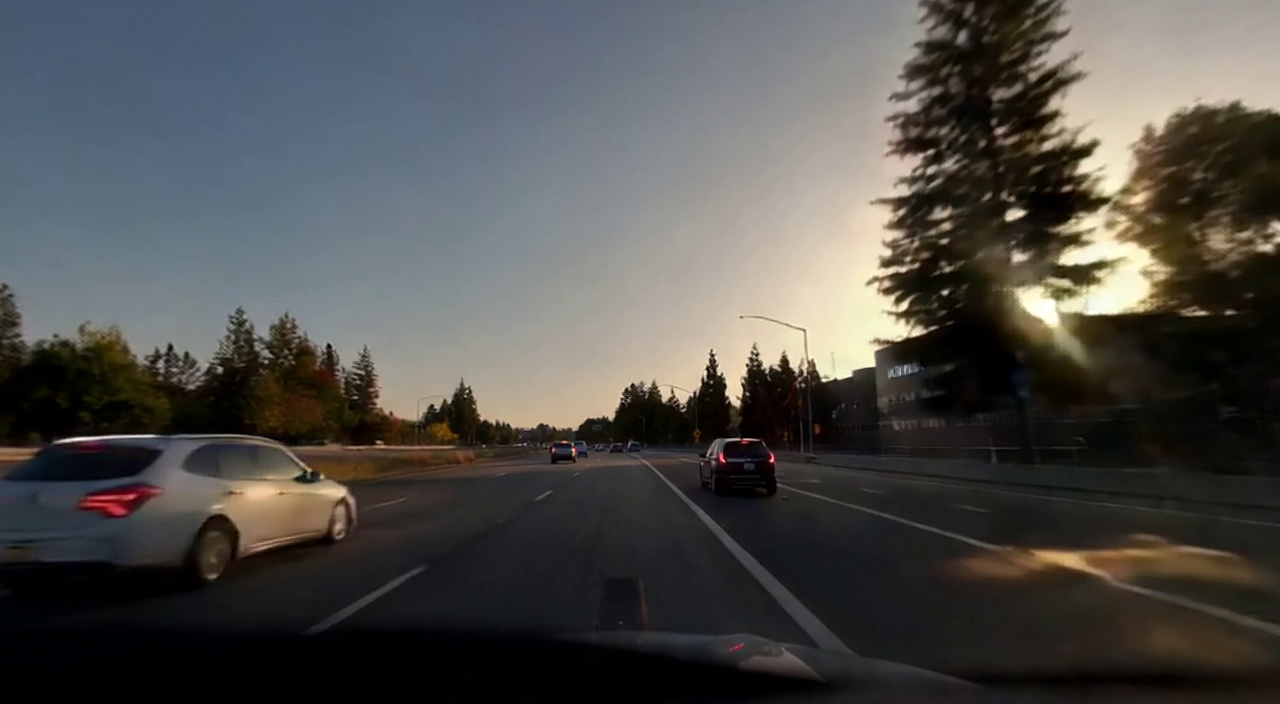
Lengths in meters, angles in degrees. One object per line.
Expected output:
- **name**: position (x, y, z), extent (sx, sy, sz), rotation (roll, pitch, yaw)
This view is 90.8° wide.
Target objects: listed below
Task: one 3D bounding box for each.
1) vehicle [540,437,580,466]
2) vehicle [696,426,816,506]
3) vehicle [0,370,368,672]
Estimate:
- **vehicle**: position (-5.189, 6.556, 41.748), extent (2.160, 1.794, 4.646), rotation (0, -8, -2)
- **vehicle**: position (2.654, 2.732, 15.576), extent (1.997, 1.686, 4.247), rotation (0, -8, -2)
- **vehicle**: position (-4.798, 1.334, 6.164), extent (2.176, 1.779, 4.755), rotation (0, -8, 0)
